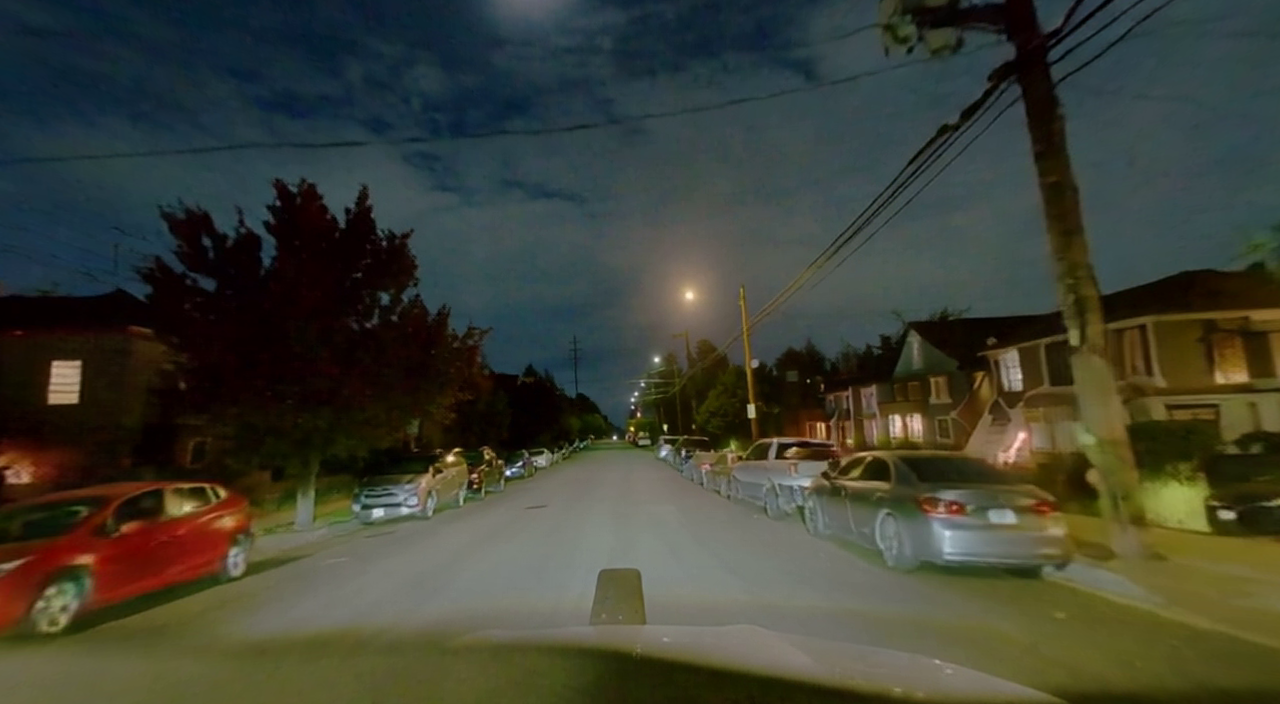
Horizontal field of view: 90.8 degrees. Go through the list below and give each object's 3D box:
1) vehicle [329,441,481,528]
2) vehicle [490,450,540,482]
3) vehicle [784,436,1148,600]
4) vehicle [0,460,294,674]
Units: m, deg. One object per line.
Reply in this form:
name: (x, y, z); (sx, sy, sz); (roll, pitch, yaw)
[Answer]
vehicle: (-6.170, 3.516, 17.575); (2.184, 1.958, 5.757); (0, -9, -2)
vehicle: (-6.808, 6.229, 34.970); (2.002, 1.585, 5.080); (0, -9, -3)
vehicle: (3.660, 1.939, 8.453); (2.174, 1.504, 4.809); (0, -9, -2)
vehicle: (-5.588, 2.017, 6.582); (1.852, 1.463, 4.441); (-5, -11, -6)
